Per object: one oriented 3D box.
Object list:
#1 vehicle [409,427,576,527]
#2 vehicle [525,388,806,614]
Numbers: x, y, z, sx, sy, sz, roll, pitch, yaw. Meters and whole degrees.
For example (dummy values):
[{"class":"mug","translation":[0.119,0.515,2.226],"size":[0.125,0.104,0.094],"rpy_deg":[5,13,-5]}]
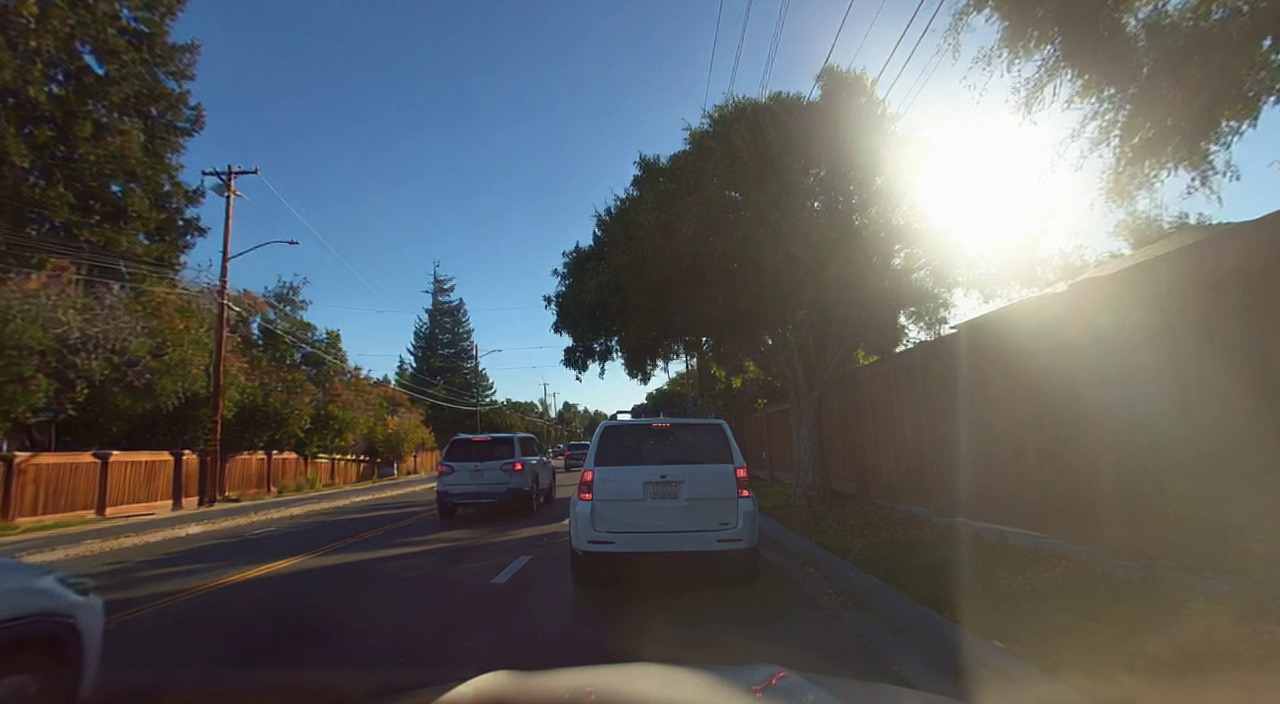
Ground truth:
[{"class":"vehicle","translation":[-2.696,2.439,12.905],"size":[2.176,1.653,4.666],"rpy_deg":[0,-9,2]},{"class":"vehicle","translation":[0.195,1.464,7.039],"size":[2.174,1.749,4.113],"rpy_deg":[0,-9,0]}]
